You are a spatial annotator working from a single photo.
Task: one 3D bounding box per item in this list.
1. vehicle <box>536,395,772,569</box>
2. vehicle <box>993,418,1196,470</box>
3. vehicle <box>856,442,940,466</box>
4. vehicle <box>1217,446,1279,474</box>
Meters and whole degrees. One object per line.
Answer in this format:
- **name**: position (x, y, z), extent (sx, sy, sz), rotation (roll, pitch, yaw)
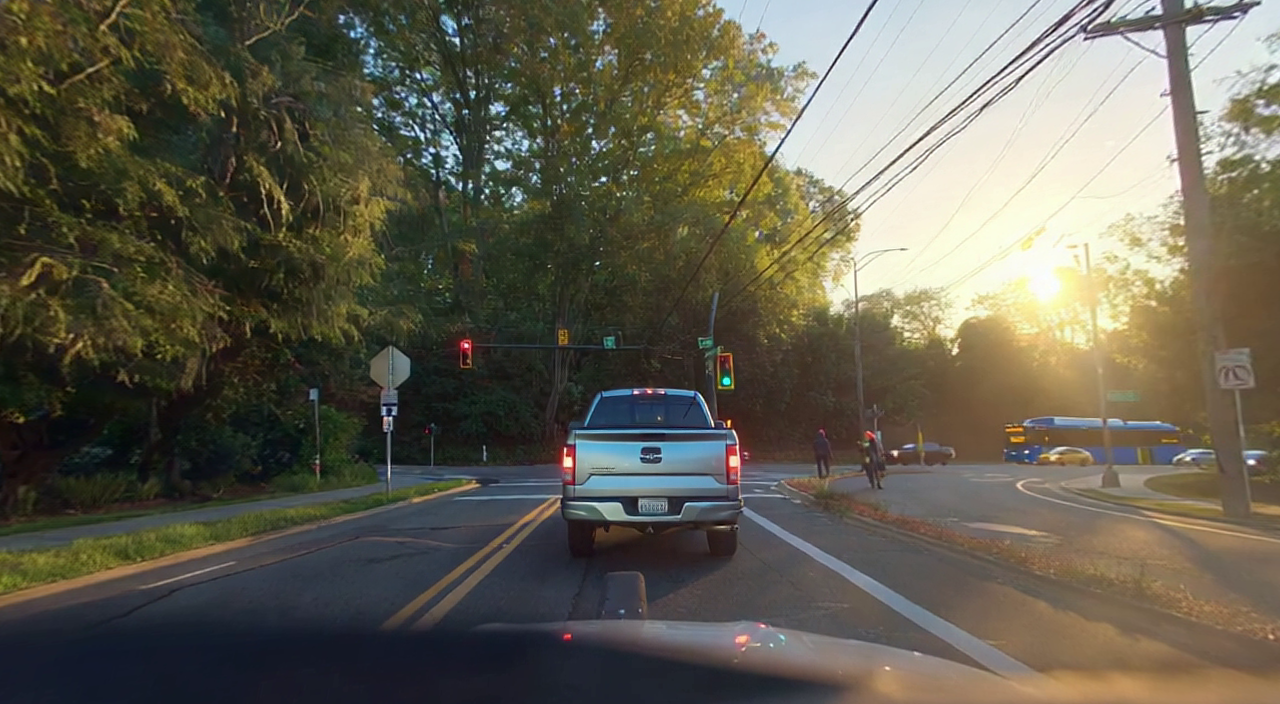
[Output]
- **vehicle**: position (0.117, 1.900, 10.101), extent (2.707, 1.964, 5.485), rotation (0, -8, -1)
- **vehicle**: position (29.388, 5.979, 41.253), extent (10.726, 3.128, 3.003), rotation (-1, -8, 1)
- **vehicle**: position (16.753, 6.634, 41.207), extent (4.578, 1.490, 1.935), rotation (-1, -8, 3)
- **vehicle**: position (41.372, 7.018, 41.260), extent (5.426, 1.728, 1.999), rotation (0, -8, -2)
